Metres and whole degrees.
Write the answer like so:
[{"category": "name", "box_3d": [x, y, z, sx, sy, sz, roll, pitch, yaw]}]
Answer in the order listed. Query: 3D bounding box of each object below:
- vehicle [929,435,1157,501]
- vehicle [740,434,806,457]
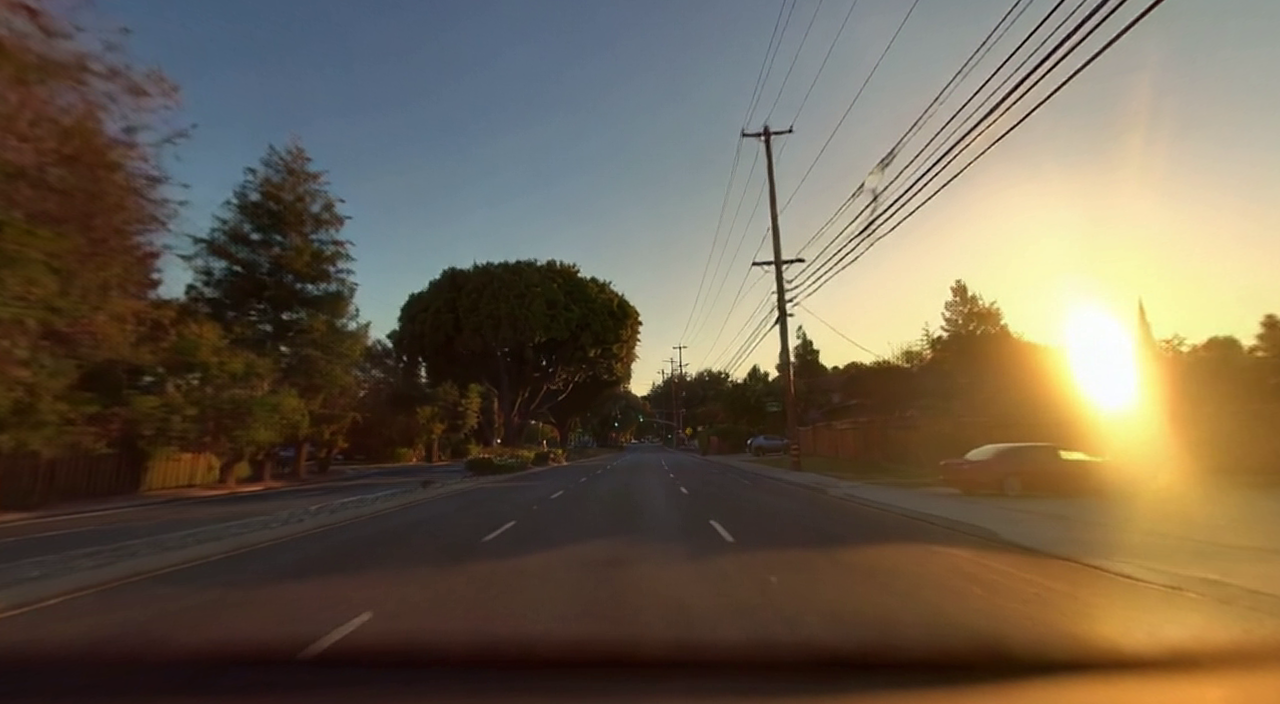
[{"category": "vehicle", "box_3d": [9.291, 2.678, 14.797, 4.159, 1.408, 1.822, 1, -8, -5]}, {"category": "vehicle", "box_3d": [9.871, 6.992, 47.189, 4.387, 1.680, 1.958, 1, -8, -3]}]
